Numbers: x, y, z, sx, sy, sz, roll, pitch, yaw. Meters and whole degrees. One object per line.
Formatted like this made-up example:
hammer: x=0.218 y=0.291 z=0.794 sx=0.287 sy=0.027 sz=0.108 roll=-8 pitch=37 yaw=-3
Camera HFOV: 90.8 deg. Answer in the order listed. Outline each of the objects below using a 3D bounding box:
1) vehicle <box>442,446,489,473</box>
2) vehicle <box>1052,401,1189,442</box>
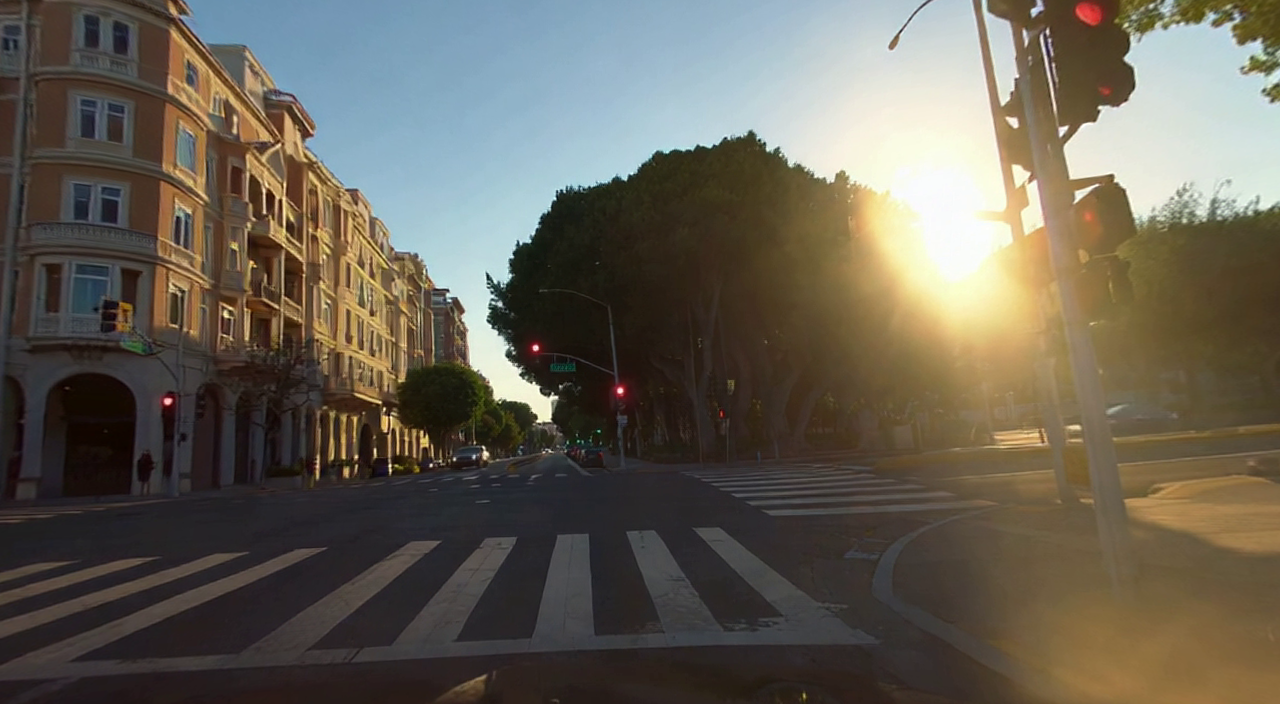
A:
vehicle: x=-10.455 y=6.470 z=38.154 sx=2.196 sy=1.503 sz=4.371 roll=1 pitch=-9 yaw=-8
vehicle: x=20.502 y=3.012 z=27.025 sx=4.626 sy=1.636 sz=2.004 roll=2 pitch=-9 yaw=-13
